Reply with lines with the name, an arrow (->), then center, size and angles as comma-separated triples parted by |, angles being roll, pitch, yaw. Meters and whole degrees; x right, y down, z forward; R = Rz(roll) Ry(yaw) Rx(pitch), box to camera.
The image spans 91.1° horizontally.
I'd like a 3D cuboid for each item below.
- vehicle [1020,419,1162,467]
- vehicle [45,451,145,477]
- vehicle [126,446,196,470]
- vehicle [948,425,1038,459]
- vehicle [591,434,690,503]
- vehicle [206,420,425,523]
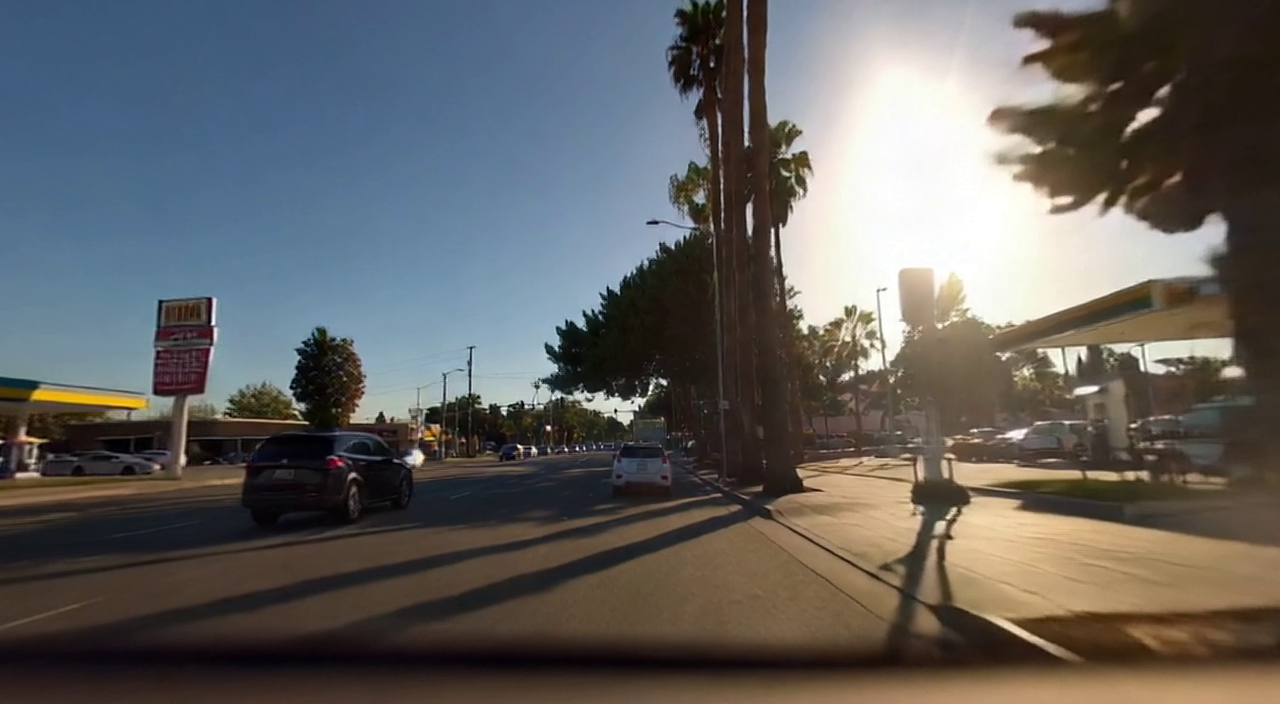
vehicle -> 17.044, 3.485, 24.064 | 2.009, 1.630, 4.436 | 0, -8, -2
vehicle -> -32.563, 6.665, 37.661 | 4.056, 1.453, 1.865 | 5, -10, -27
vehicle -> -35.448, 7.847, 46.609 | 1.888, 1.650, 4.369 | 0, -9, -2
vehicle -> 16.772, 4.360, 30.113 | 1.902, 1.502, 4.395 | 0, -9, 3
vehicle -> 0.031, 2.891, 15.999 | 2.145, 1.483, 4.453 | 0, -9, 0
vehicle -> -6.252, 2.357, 12.855 | 2.057, 1.705, 4.394 | 0, -9, 1
